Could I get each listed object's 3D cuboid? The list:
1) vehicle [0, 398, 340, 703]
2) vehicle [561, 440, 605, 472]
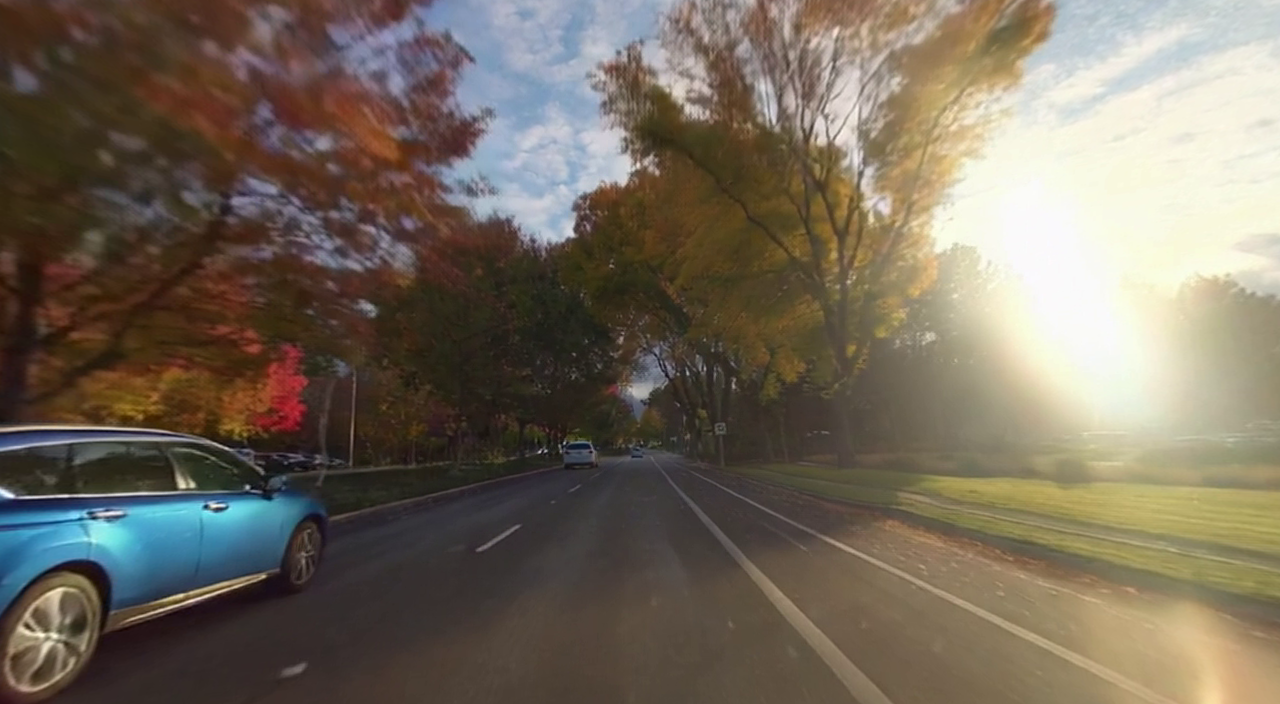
[{"bbox_3d":[-3.933,1.132,3.932,1.923,1.528,4.309,0,-9,1],"label":"vehicle"},{"bbox_3d":[-3.361,6.246,37.978,2.112,1.779,4.489,1,-9,1],"label":"vehicle"}]
